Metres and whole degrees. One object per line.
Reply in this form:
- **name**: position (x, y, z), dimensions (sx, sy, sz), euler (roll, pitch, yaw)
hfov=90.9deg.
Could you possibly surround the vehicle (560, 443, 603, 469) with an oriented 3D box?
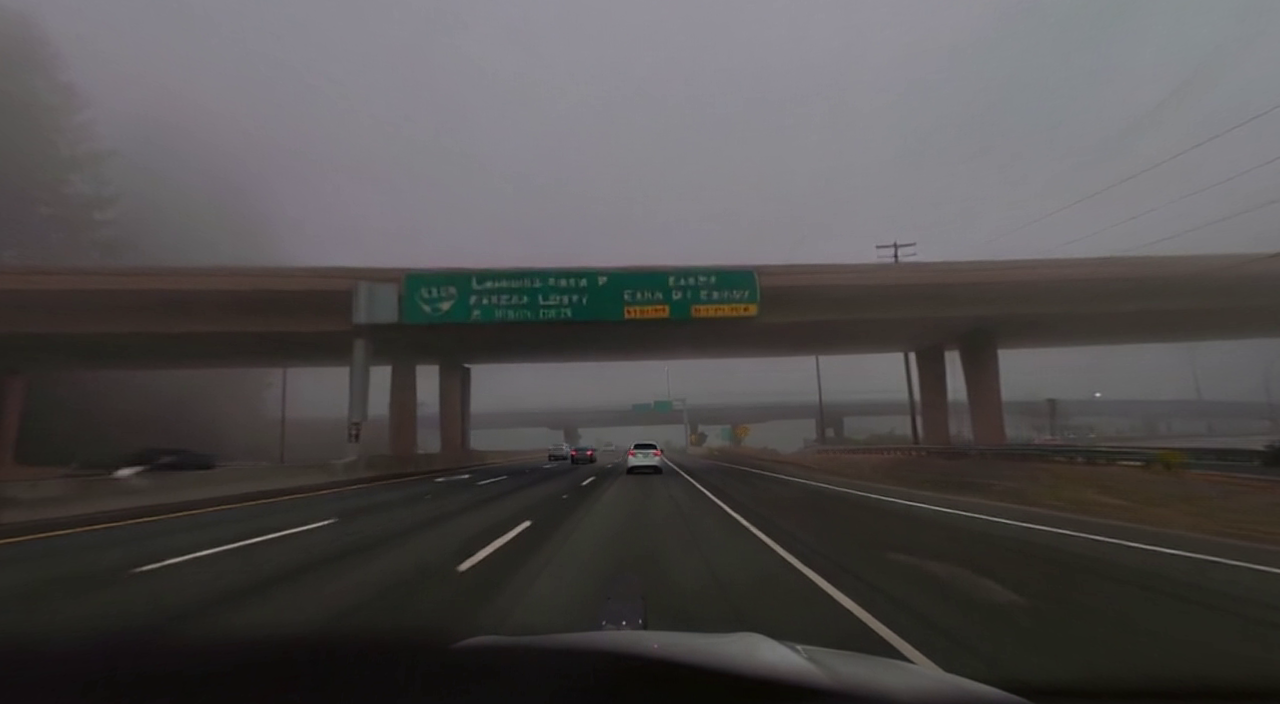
- **vehicle**: position (-3.370, 6.110, 37.257), dimensions (2.056, 1.464, 4.564), euler (0, -9, 1)

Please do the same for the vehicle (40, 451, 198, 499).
- **vehicle**: position (-17.796, 4.181, 21.876), dimensions (1.760, 1.433, 4.294), euler (0, -9, 0)

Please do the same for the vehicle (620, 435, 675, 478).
- **vehicle**: position (0.288, 4.467, 27.189), dimensions (2.152, 1.697, 4.066), euler (0, -9, 0)
